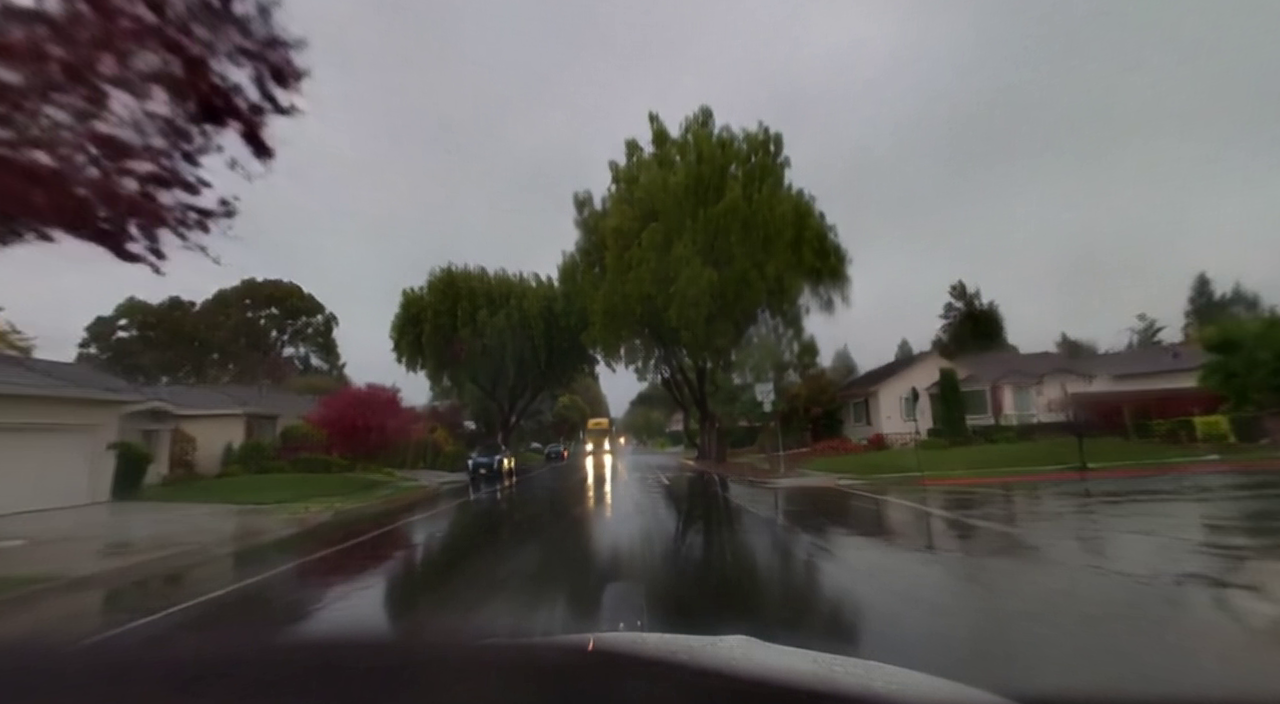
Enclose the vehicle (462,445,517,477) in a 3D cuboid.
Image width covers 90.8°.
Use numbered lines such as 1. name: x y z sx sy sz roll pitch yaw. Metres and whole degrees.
1. vehicle: -8.853 6.447 37.599 2.119 1.775 4.643 0 -9 1
